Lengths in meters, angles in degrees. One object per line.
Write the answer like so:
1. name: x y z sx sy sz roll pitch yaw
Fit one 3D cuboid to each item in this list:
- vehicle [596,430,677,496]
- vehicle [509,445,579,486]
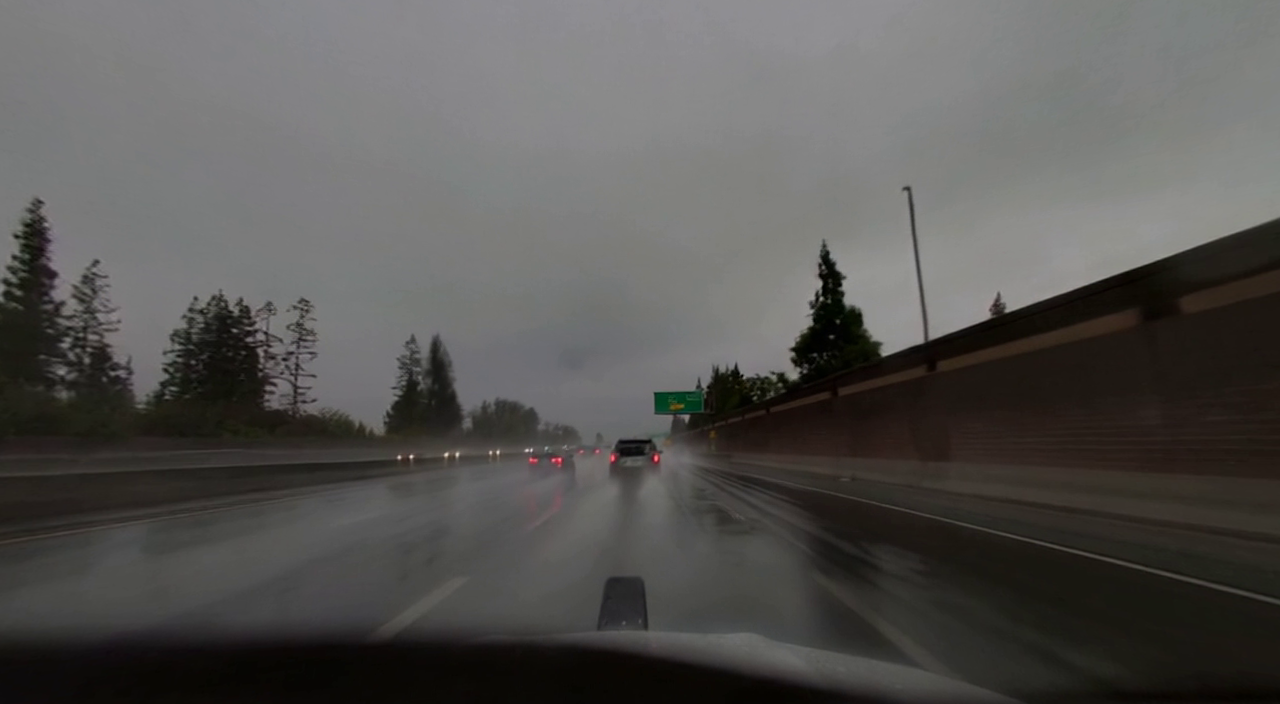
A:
1. vehicle: -0.069 3.407 19.661 2.233 1.804 4.273 0 -9 1
2. vehicle: -3.578 4.303 24.247 1.967 1.442 4.143 0 -9 1
